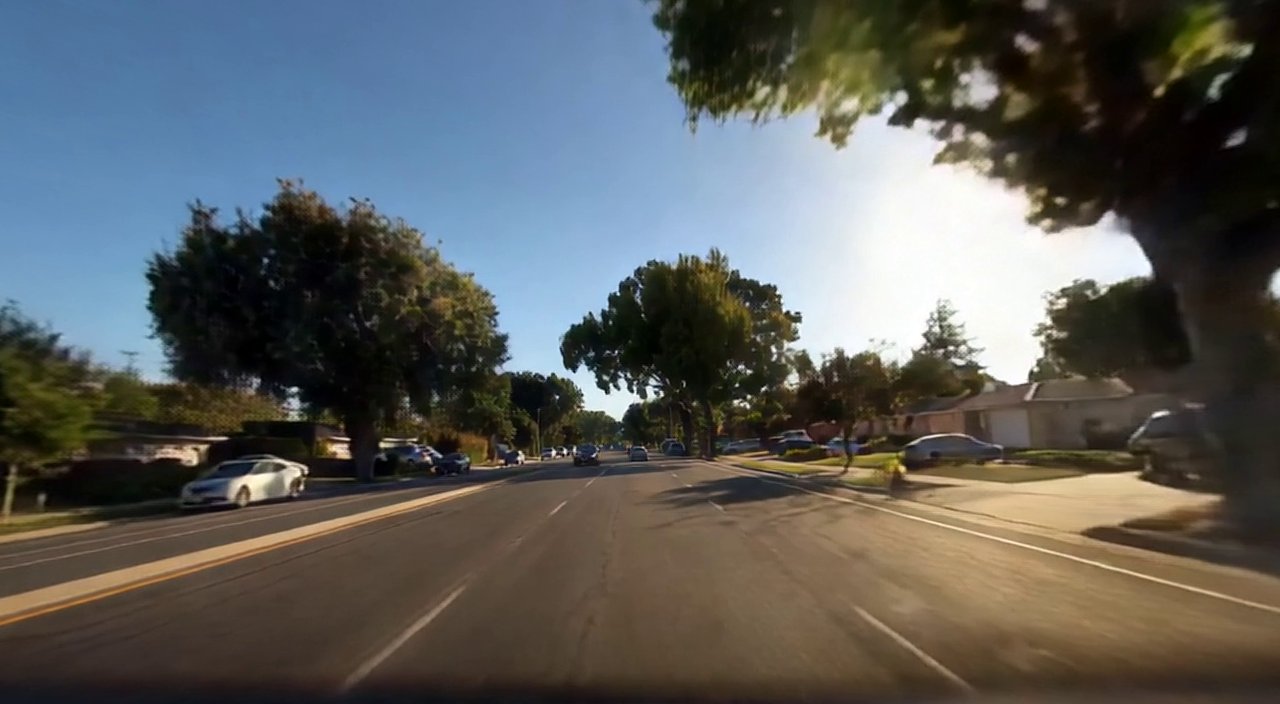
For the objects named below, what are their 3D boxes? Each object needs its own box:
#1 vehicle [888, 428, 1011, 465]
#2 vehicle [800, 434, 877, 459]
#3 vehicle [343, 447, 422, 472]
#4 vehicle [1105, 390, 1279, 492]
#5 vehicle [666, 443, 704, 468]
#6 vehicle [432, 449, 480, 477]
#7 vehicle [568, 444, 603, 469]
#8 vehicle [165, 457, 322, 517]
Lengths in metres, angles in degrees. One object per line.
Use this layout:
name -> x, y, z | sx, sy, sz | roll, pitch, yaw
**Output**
vehicle -> 12.994, 3.990, 26.720 | 4.237, 1.476, 1.743 | 0, -8, 0
vehicle -> 12.428, 5.958, 39.740 | 4.183, 1.516, 1.884 | -1, -8, 3
vehicle -> -18.992, 7.922, 46.741 | 4.837, 1.808, 2.176 | 0, -8, -1
vehicle -> 12.073, 1.798, 12.674 | 2.044, 1.716, 4.637 | -1, -8, 2
vehicle -> 2.847, 6.669, 40.899 | 1.983, 1.557, 4.078 | 0, -8, -2
vehicle -> -12.048, 7.270, 41.667 | 1.822, 1.699, 4.791 | 0, -8, -1
vehicle -> -3.858, 7.402, 45.041 | 2.076, 1.688, 4.284 | 0, -8, 1
vehicle -> -11.466, 3.891, 18.697 | 1.851, 1.459, 4.295 | 0, -8, 0
